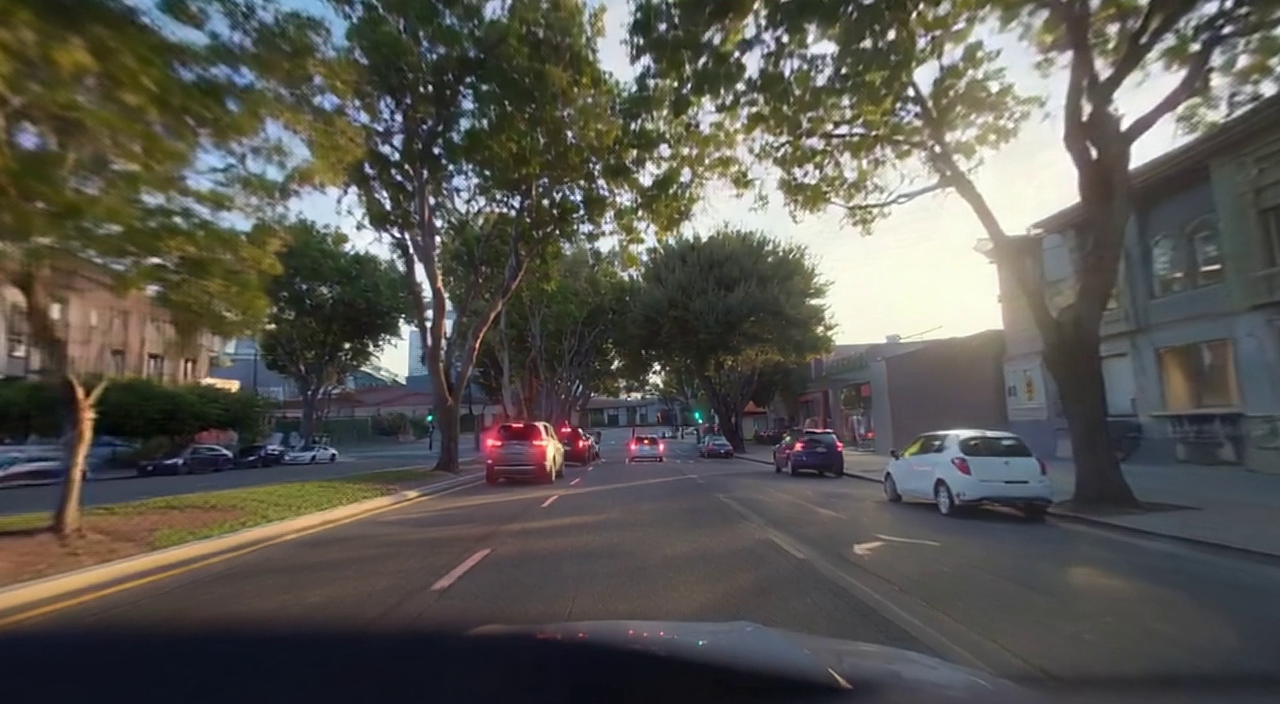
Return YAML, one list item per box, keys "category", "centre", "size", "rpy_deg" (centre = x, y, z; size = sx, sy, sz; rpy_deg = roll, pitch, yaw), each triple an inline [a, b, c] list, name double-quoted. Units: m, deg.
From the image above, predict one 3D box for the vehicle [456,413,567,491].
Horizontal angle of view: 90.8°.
- category: "vehicle"
  centre: [-3.559, 2.896, 18.534]
  size: [2.223, 1.957, 4.845]
  rpy_deg: [-1, -8, 0]

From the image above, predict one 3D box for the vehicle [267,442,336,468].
- category: "vehicle"
  centre: [-22.455, 6.823, 42.119]
  size: [2.148, 1.607, 4.428]
  rpy_deg: [0, -8, -1]

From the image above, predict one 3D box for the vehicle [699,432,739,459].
- category: "vehicle"
  centre: [5.966, 7.114, 48.025]
  size: [2.300, 1.903, 4.579]
  rpy_deg: [0, -8, -2]

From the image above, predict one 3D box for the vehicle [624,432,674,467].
- category: "vehicle"
  centre: [0.364, 4.859, 31.596]
  size: [2.201, 1.589, 3.843]
  rpy_deg: [0, -8, -3]

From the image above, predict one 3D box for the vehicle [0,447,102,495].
- category: "vehicle"
  centre: [-21.993, 4.102, 21.937]
  size: [2.111, 1.554, 5.163]
  rpy_deg: [-1, -8, 0]

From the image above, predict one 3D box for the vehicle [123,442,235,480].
- category: "vehicle"
  centre: [-22.248, 5.239, 30.762]
  size: [1.910, 1.632, 4.624]
  rpy_deg: [-1, -8, 0]

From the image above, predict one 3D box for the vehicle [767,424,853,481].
- category: "vehicle"
  centre: [6.374, 3.842, 24.320]
  size: [1.997, 1.943, 4.409]
  rpy_deg: [0, -8, -1]

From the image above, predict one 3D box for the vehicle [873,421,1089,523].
- category: "vehicle"
  centre: [6.619, 2.355, 12.909]
  size: [2.164, 1.727, 3.955]
  rpy_deg: [-1, -8, 0]
